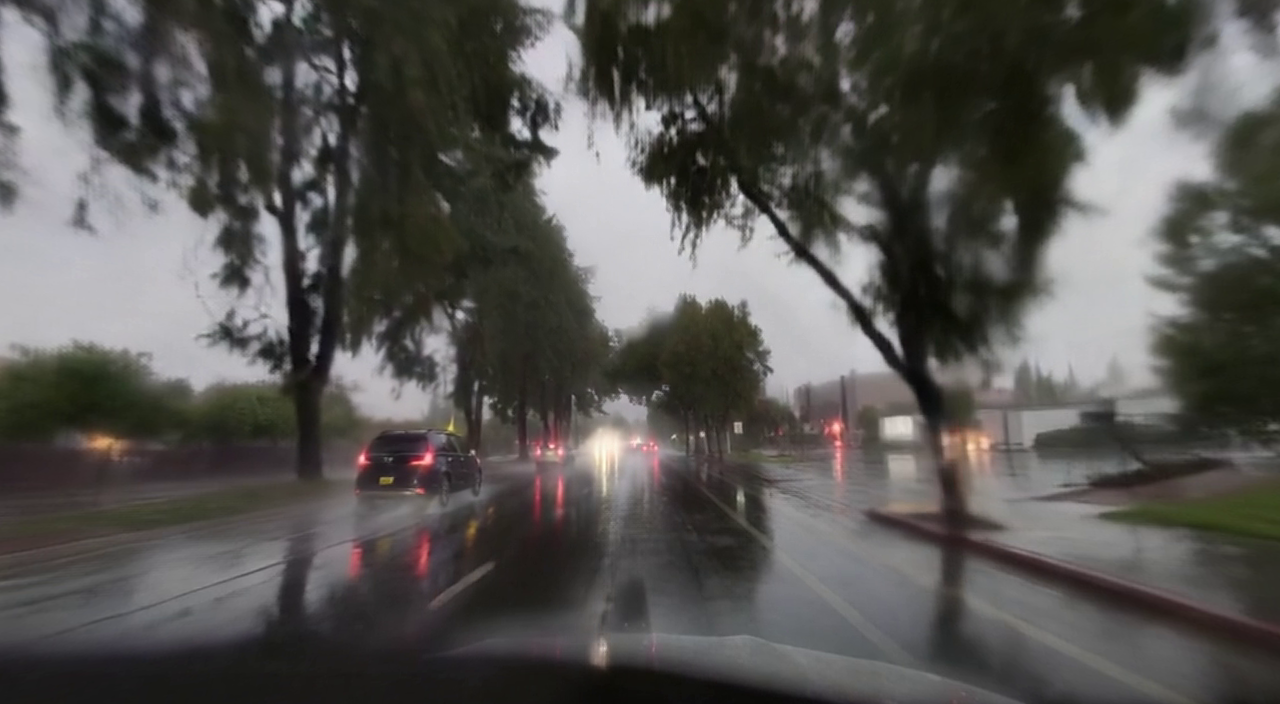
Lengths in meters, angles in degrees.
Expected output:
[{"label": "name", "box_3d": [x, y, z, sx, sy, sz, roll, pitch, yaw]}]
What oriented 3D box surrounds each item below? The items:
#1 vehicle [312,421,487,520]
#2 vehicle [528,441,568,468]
[{"label": "vehicle", "box_3d": [-4.833, 2.443, 13.506, 2.123, 1.761, 4.322, 0, -9, -1]}, {"label": "vehicle", "box_3d": [-6.149, 6.904, 42.603, 1.985, 1.708, 4.310, 0, -9, 1]}]
